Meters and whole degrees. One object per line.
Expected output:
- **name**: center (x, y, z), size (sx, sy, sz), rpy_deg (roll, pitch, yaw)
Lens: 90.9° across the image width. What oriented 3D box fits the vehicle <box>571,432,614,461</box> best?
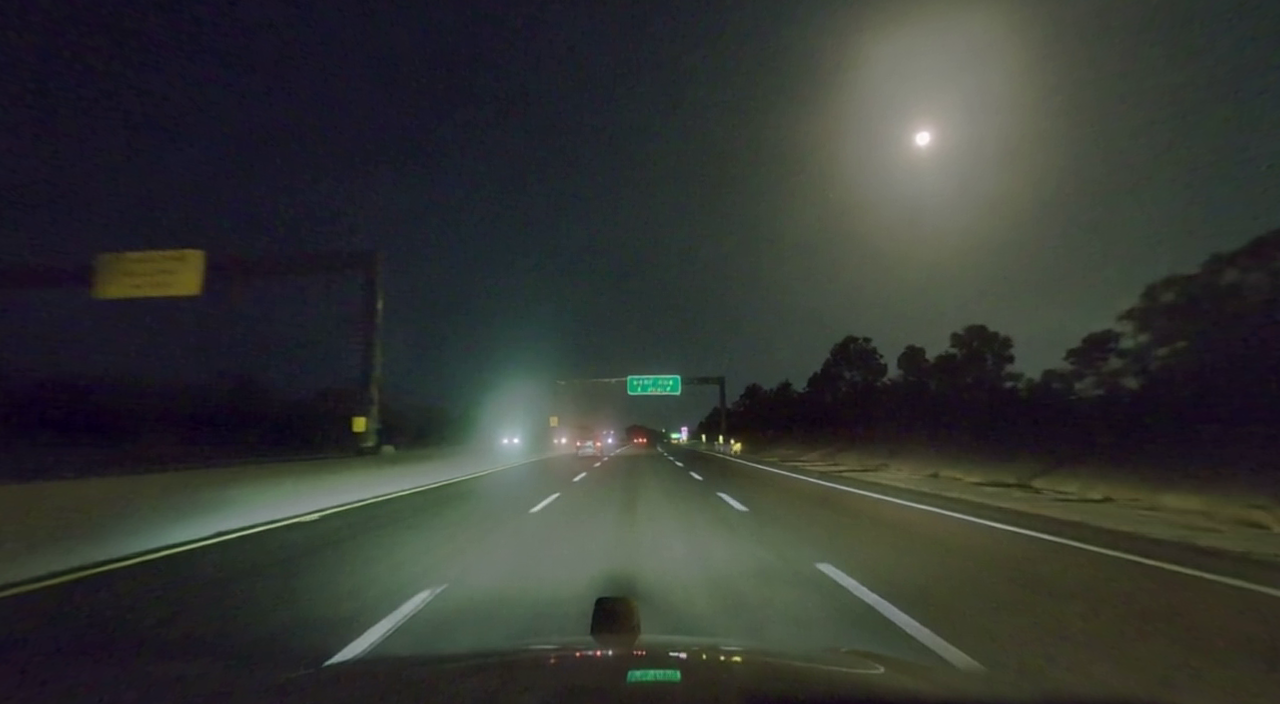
- **vehicle**: center (-2.791, 5.663, 37.991), size (2.148, 1.603, 4.513), rpy_deg (0, -8, 1)
